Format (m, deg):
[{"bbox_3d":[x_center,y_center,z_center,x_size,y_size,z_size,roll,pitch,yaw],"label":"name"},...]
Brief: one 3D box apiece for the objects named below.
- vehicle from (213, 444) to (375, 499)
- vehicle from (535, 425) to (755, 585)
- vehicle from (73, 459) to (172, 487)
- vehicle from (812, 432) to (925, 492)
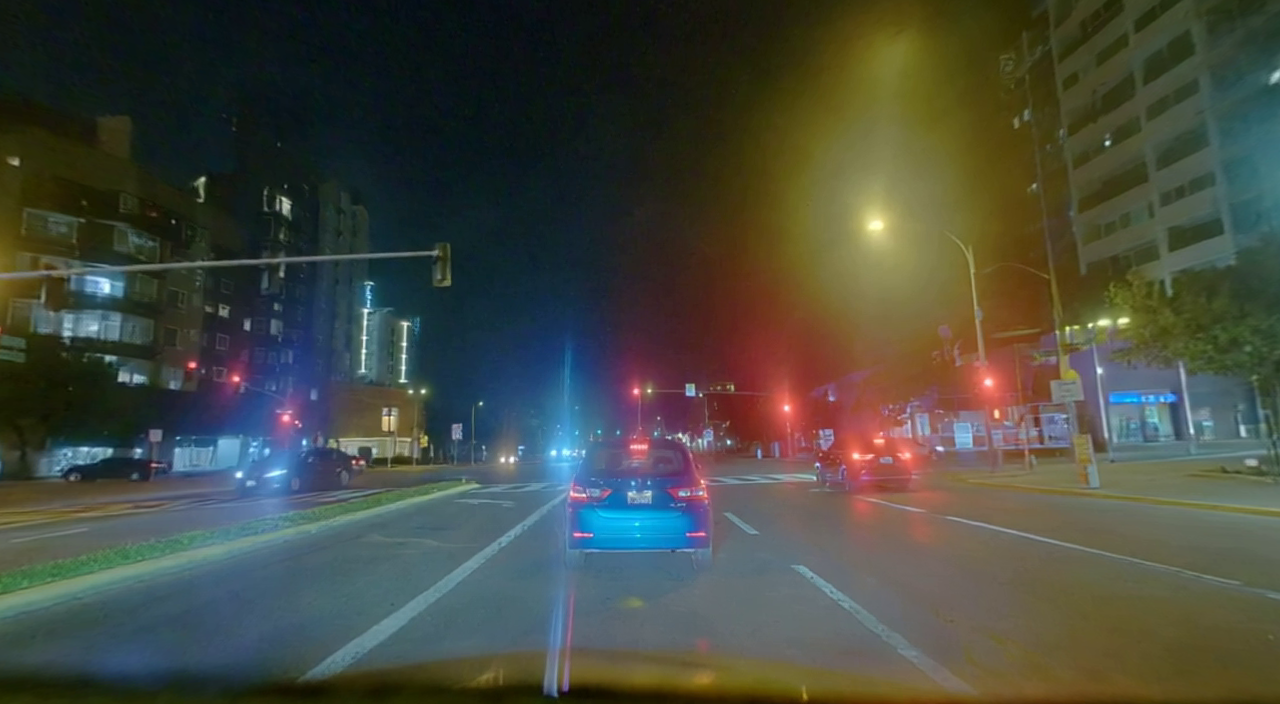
[{"bbox_3d":[-12.192,4.183,22.672,2.097,1.710,4.649,-4,-9,24],"label":"vehicle"},{"bbox_3d":[-0.010,1.761,8.141,2.070,1.488,4.206,0,-8,-2],"label":"vehicle"},{"bbox_3d":[-32.385,7.553,39.637,4.401,1.625,1.863,0,-8,-4],"label":"vehicle"},{"bbox_3d":[7.055,3.438,20.075,2.039,1.692,4.319,0,-8,1],"label":"vehicle"}]
